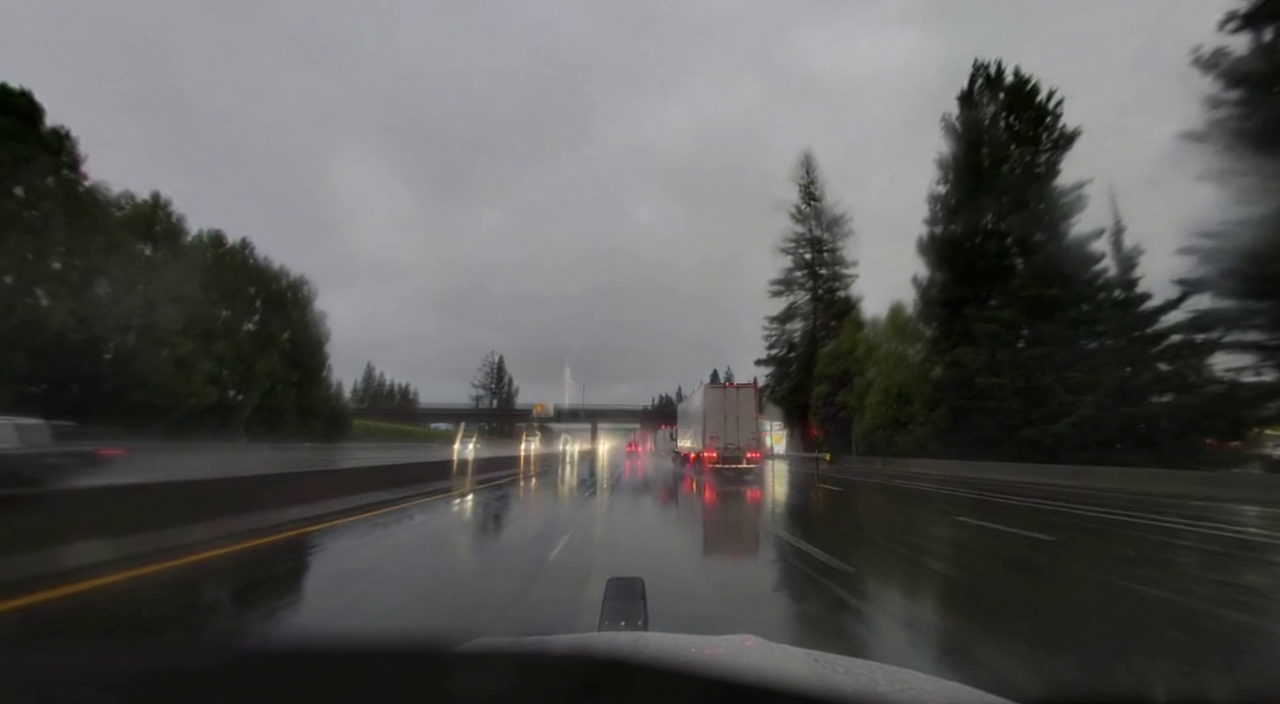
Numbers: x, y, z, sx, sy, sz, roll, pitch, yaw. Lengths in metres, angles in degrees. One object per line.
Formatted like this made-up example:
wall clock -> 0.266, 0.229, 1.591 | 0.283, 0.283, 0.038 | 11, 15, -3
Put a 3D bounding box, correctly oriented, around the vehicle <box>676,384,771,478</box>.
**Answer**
vehicle -> 3.950, 4.421, 33.873 | 2.922, 3.987, 14.038 | 0, -9, -1
